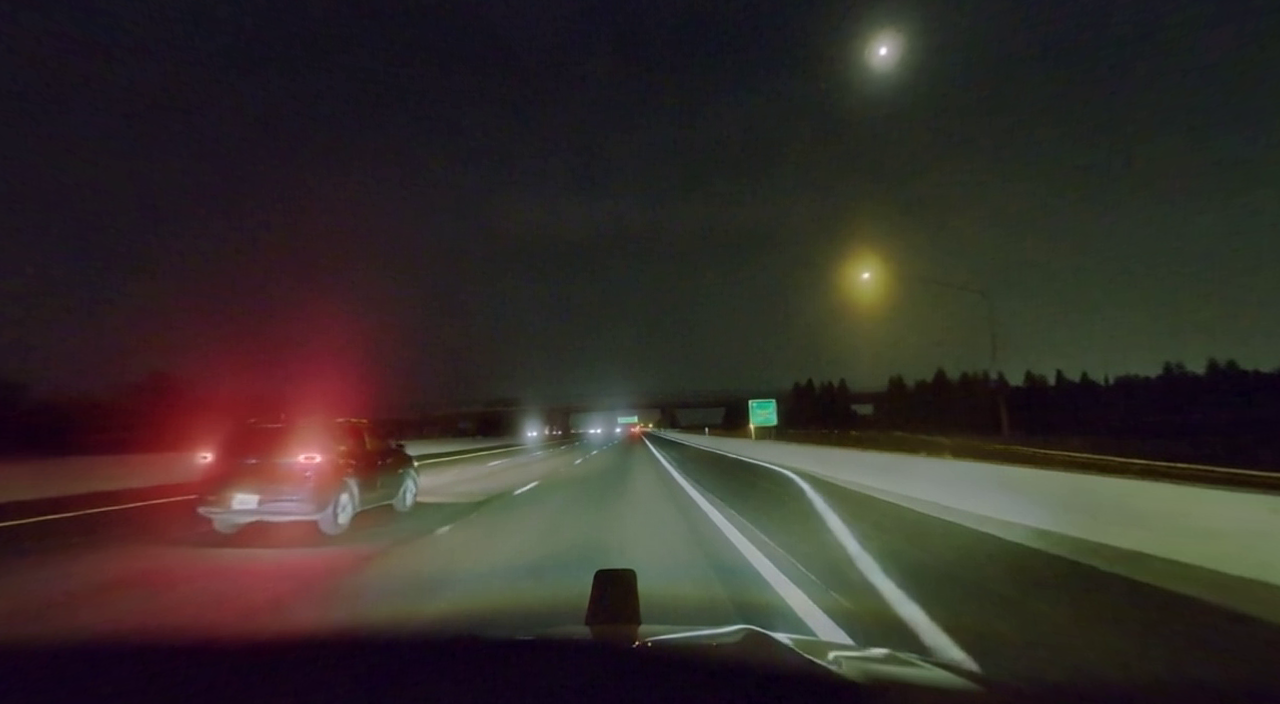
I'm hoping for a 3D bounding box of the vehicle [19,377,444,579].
[{"bbox_3d":[-4.269,1.406,7.872,2.153,1.730,4.772,0,-8,-1],"label":"vehicle"}]
